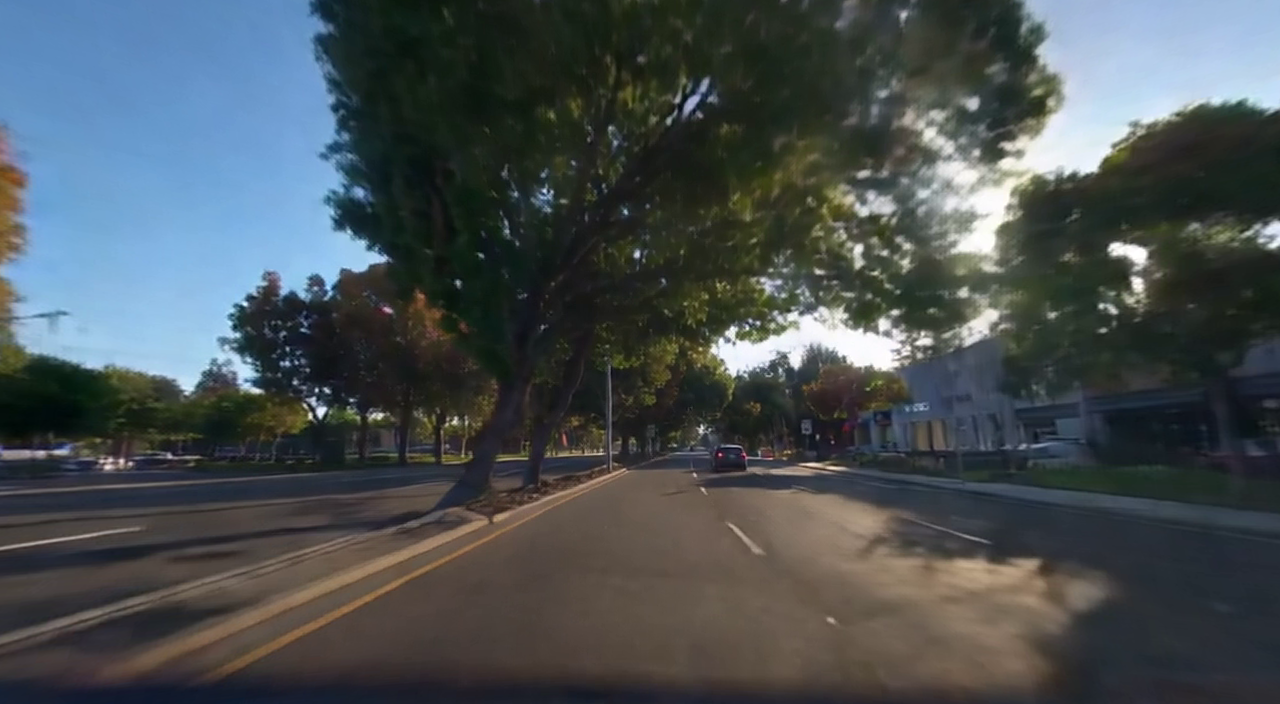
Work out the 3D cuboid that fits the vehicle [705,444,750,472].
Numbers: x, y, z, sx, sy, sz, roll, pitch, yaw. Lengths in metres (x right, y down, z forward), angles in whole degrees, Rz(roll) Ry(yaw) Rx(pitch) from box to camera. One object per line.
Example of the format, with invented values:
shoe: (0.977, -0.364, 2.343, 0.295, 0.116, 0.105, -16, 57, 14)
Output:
vehicle: (4.854, 5.948, 35.597, 2.015, 1.479, 4.444, 0, -9, 2)
